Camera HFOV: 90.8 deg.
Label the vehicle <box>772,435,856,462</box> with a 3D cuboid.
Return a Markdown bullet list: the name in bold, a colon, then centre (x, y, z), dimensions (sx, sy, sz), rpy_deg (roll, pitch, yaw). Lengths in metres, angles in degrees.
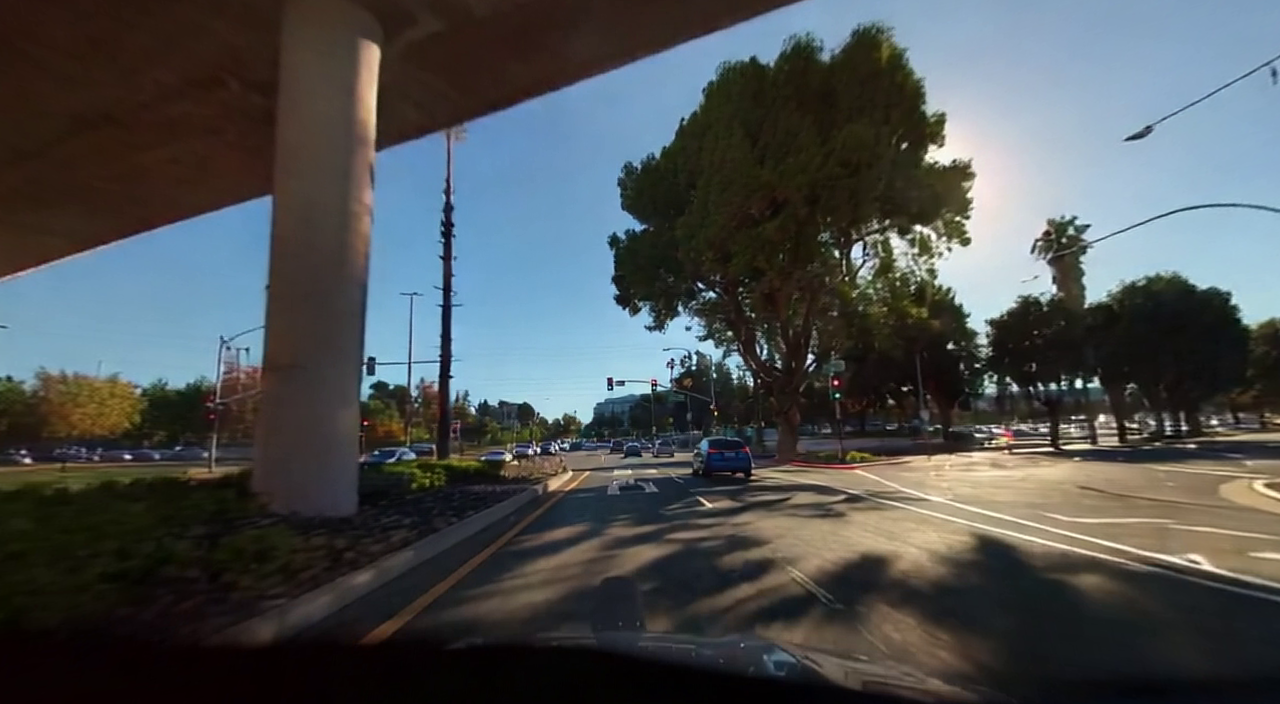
- **vehicle**: centre (10.903, 6.052, 39.606), dimensions (4.760, 1.571, 1.859), rpy_deg (-5, -9, 27)

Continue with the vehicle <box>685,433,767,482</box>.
- **vehicle**: centre (2.827, 3.606, 21.832), dimensions (2.062, 1.484, 4.332), rpy_deg (0, -8, -2)

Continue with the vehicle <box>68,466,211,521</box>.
- **vehicle**: centre (-17.078, 4.822, 21.825), dimensions (1.863, 1.469, 3.767), rpy_deg (-1, -7, 0)
